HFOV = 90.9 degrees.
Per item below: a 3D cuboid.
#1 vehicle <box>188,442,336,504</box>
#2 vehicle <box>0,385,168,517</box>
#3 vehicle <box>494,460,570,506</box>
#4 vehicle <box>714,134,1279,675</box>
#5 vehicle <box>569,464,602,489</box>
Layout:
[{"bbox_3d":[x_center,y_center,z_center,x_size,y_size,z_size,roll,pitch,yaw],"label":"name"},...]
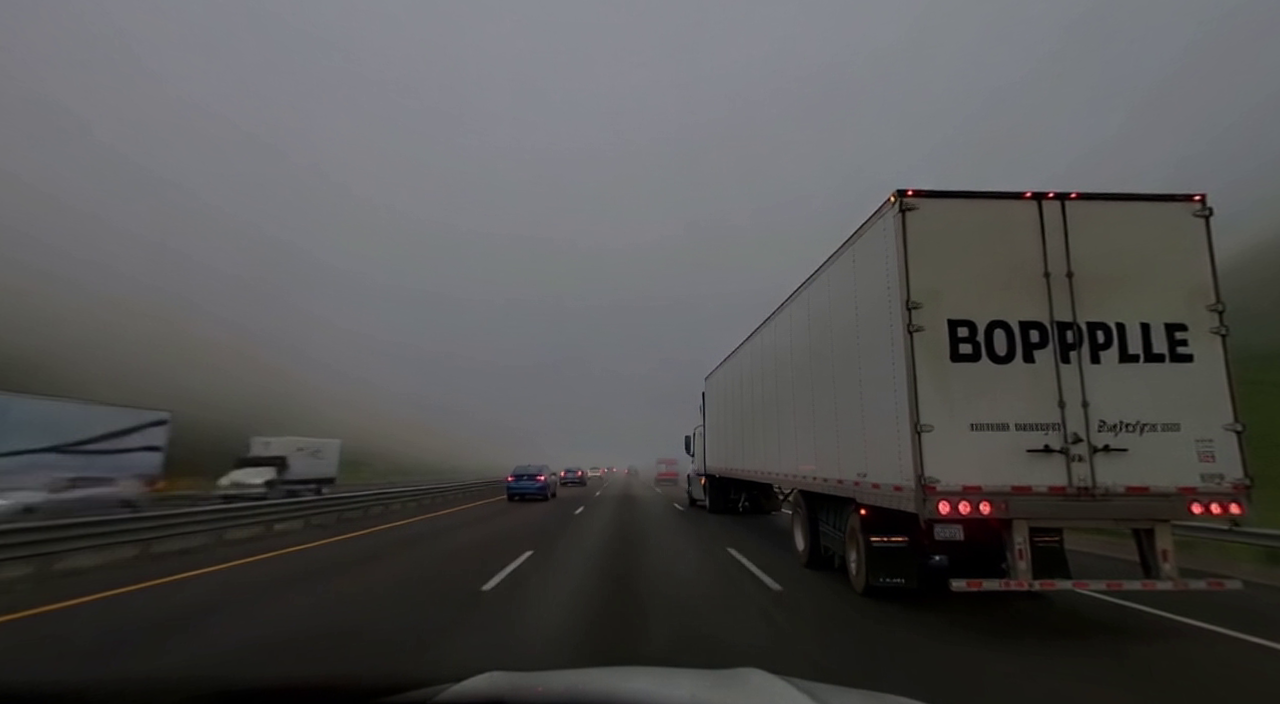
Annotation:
[{"bbox_3d":[-15.763,5.146,26.925,2.306,2.274,6.398,1,-11,0],"label":"vehicle"},{"bbox_3d":[-19.704,2.681,17.274,2.843,3.696,13.964,1,-11,-1],"label":"vehicle"},{"bbox_3d":[-4.085,5.116,24.774,2.088,1.566,4.853,1,-11,0],"label":"vehicle"},{"bbox_3d":[3.744,1.543,11.667,2.839,4.062,14.051,1,-11,-1],"label":"vehicle"},{"bbox_3d":[-4.047,9.320,47.239,2.063,1.671,4.197,1,-11,0],"label":"vehicle"}]
